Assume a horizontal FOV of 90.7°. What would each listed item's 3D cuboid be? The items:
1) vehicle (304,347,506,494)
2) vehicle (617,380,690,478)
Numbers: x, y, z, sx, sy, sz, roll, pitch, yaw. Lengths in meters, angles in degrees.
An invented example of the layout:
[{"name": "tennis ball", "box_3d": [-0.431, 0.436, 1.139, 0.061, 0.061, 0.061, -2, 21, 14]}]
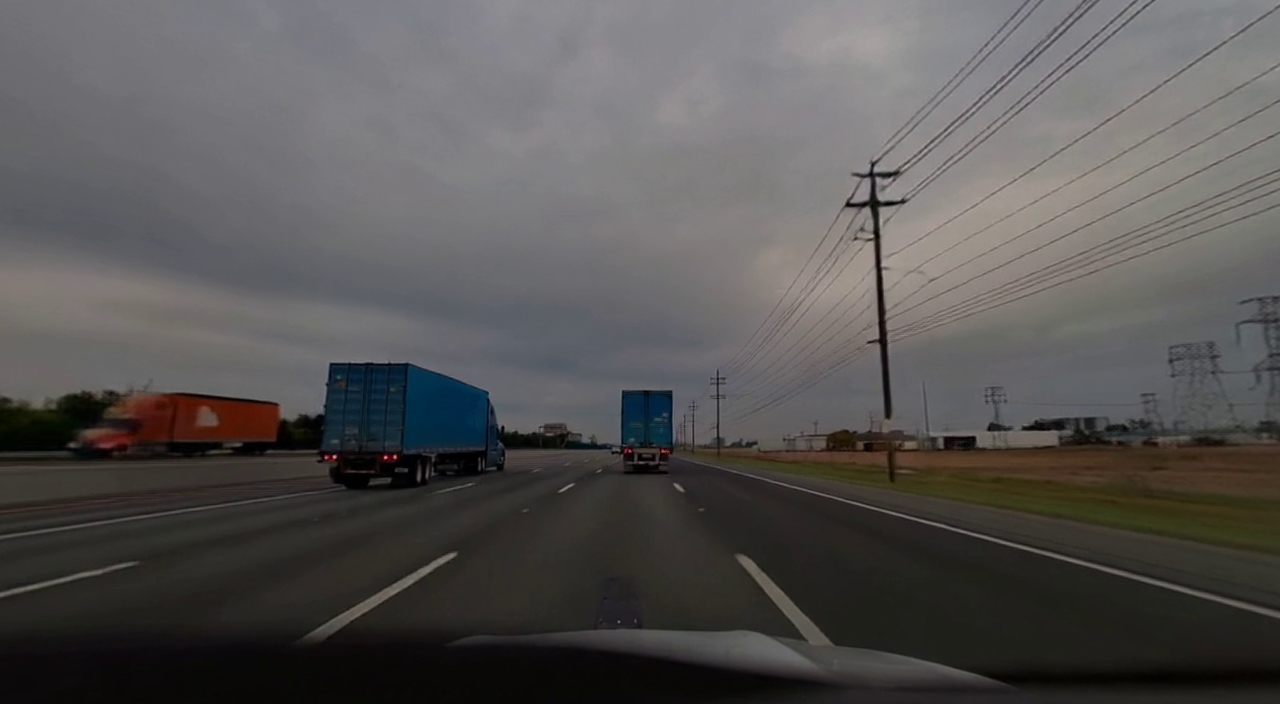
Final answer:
[{"name": "vehicle", "box_3d": [-7.547, 2.652, 22.830, 2.937, 3.981, 11.119, -1, -8, 0]}, {"name": "vehicle", "box_3d": [0.485, 3.799, 30.149, 2.858, 3.847, 10.034, 0, -9, -1]}]
